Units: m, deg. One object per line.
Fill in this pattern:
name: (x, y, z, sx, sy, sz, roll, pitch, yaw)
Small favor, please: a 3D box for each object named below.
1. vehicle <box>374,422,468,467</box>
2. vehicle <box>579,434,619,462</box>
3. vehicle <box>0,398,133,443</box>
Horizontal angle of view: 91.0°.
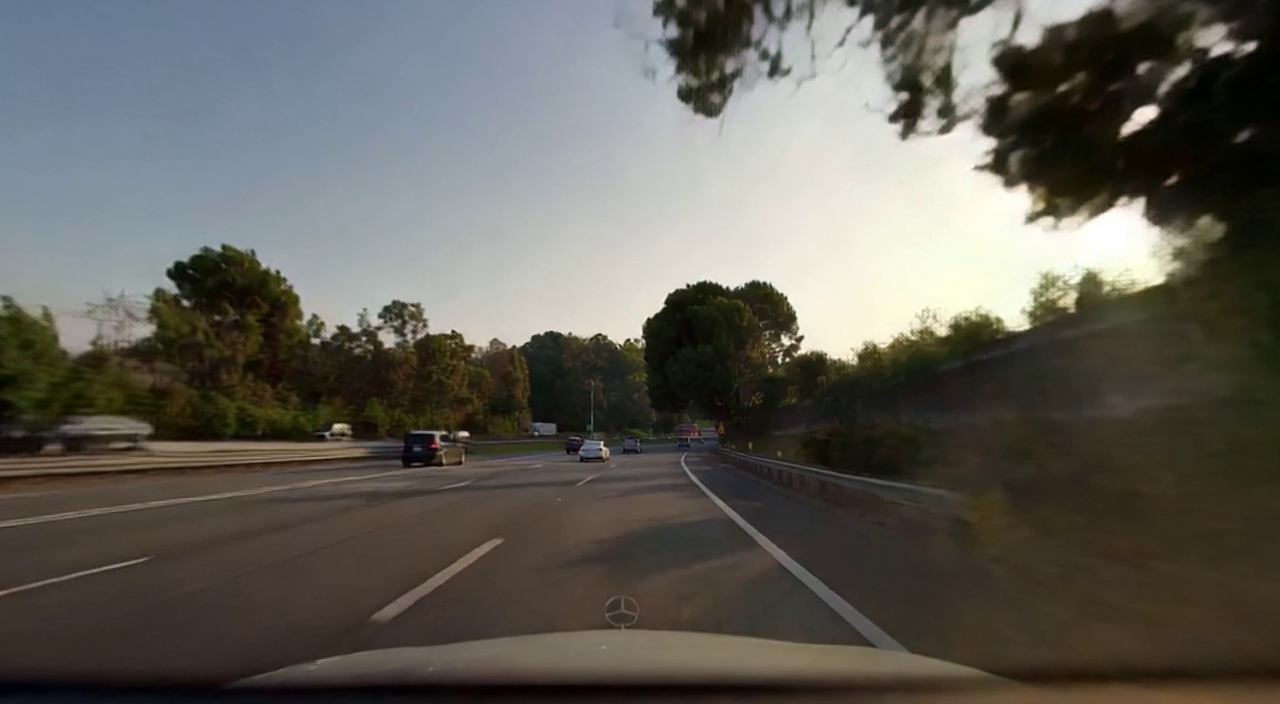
vehicle: (-10.410, 4.484, 30.484, 2.264, 1.980, 5.574, 0, -9, 3)
vehicle: (-2.610, 6.302, 41.286, 2.035, 1.673, 4.469, 0, -9, 4)
vehicle: (-26.165, 3.138, 27.914, 2.225, 1.760, 5.969, 0, -9, 2)
